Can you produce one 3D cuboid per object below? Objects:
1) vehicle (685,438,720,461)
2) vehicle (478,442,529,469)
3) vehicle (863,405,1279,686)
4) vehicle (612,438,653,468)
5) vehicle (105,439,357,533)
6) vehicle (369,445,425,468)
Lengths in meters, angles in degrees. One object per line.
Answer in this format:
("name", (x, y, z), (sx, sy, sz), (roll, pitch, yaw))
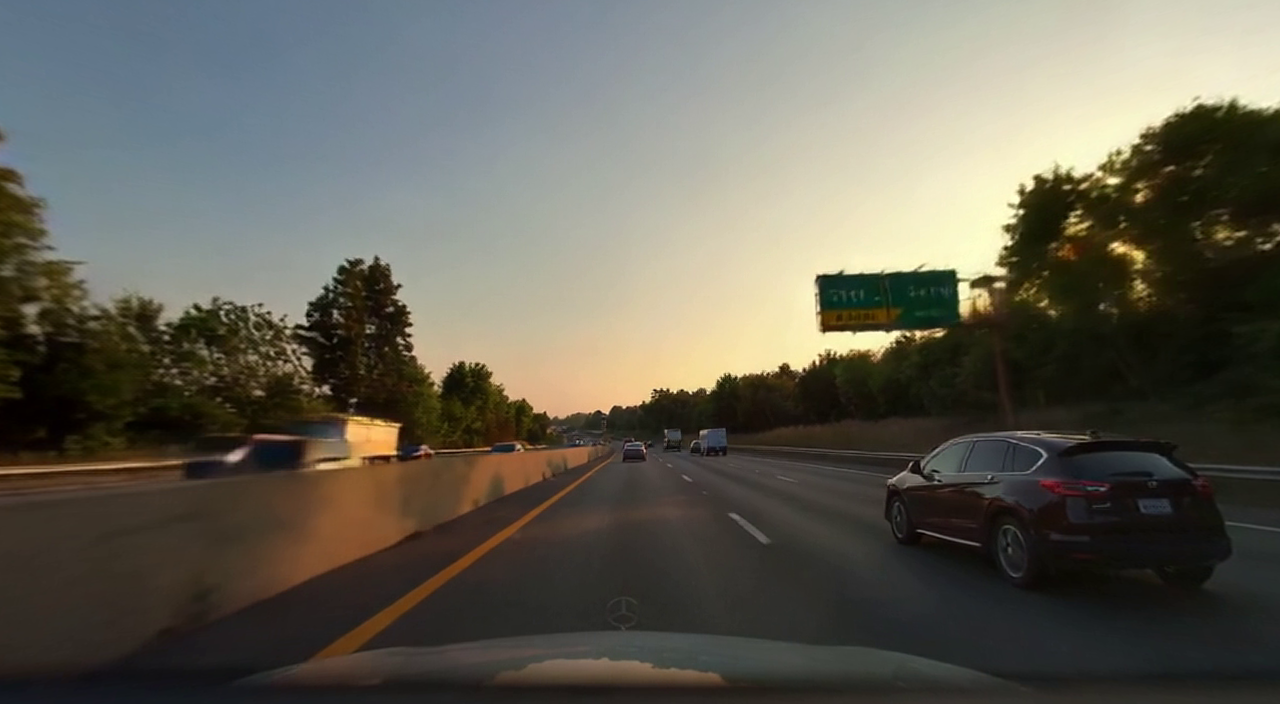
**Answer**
("vehicle", (4.340, 6.822, 44.464), (1.995, 1.556, 3.893), (0, -8, -2))
("vehicle", (-7.877, 5.996, 36.825), (1.929, 1.456, 4.458), (0, -8, 1))
("vehicle", (3.940, 1.364, 5.825), (1.961, 1.495, 4.743), (0, -8, -1))
("vehicle", (-0.411, 5.319, 33.455), (2.055, 1.466, 4.317), (0, -8, -1))
("vehicle", (-7.763, 2.526, 12.700), (2.012, 1.521, 4.593), (0, -8, 0))
("vehicle", (-15.666, 6.730, 40.815), (1.916, 1.340, 4.281), (0, -8, 0))
